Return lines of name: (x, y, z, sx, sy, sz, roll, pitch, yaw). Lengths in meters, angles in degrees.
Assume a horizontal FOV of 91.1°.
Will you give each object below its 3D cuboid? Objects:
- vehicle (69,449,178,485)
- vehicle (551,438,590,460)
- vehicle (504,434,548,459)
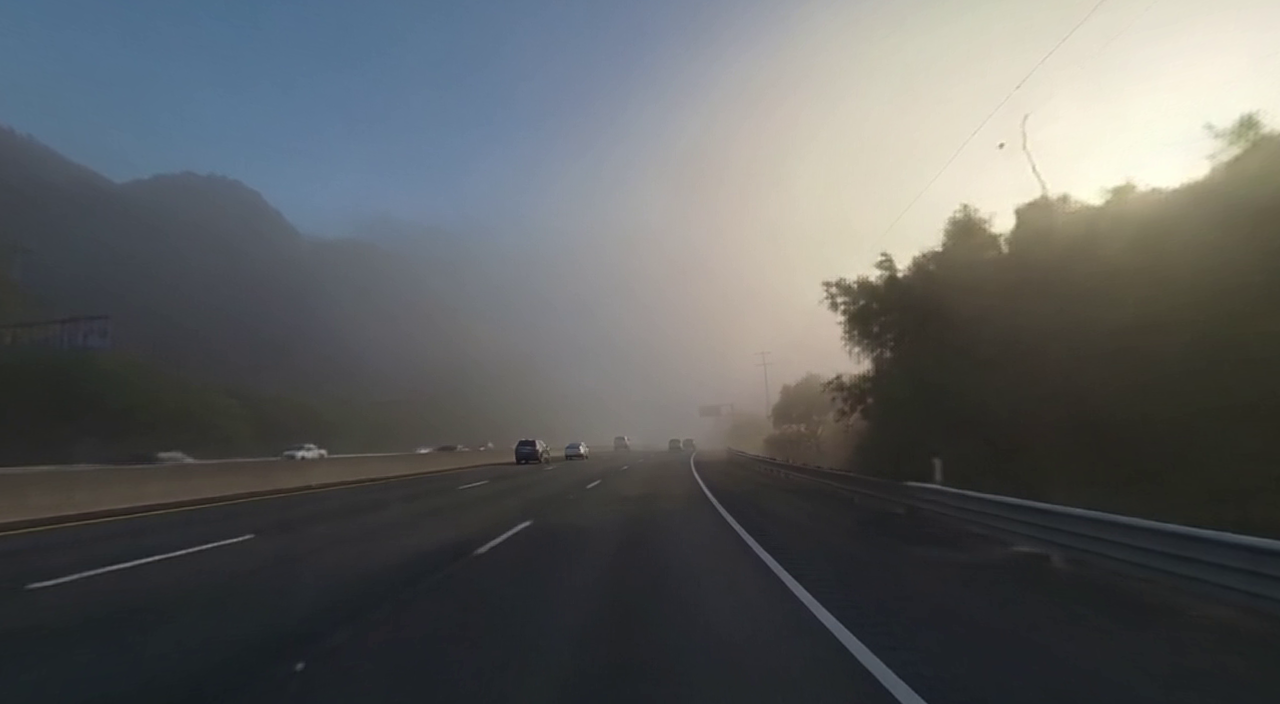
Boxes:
vehicle: (-21.540, 4.780, 26.351, 1.573, 1.361, 3.355, 0, -8, 4)
vehicle: (-5.058, 7.145, 46.370, 2.010, 1.489, 4.456, -1, -9, 5)
vehicle: (-8.544, 7.132, 47.501, 2.063, 1.743, 4.392, -1, -9, 6)
